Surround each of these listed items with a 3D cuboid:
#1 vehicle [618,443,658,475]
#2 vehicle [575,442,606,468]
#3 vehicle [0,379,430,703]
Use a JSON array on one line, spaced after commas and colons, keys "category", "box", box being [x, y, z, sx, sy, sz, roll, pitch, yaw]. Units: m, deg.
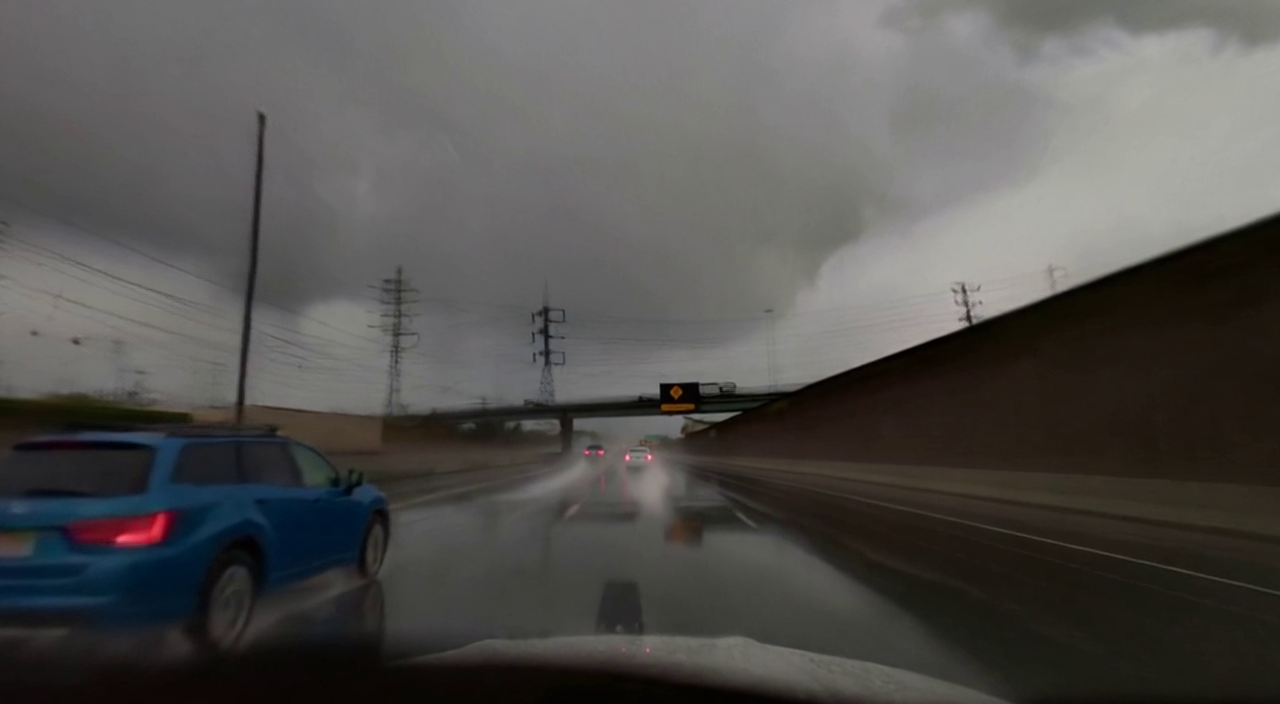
[{"category": "vehicle", "box": [-0.122, 5.739, 33.813, 2.004, 1.615, 4.113, 0, -9, -1]}, {"category": "vehicle", "box": [-3.792, 7.994, 48.913, 2.077, 1.884, 4.961, 0, -9, 0]}, {"category": "vehicle", "box": [-3.220, 1.196, 4.620, 1.987, 1.548, 3.981, 0, -9, -1]}]
